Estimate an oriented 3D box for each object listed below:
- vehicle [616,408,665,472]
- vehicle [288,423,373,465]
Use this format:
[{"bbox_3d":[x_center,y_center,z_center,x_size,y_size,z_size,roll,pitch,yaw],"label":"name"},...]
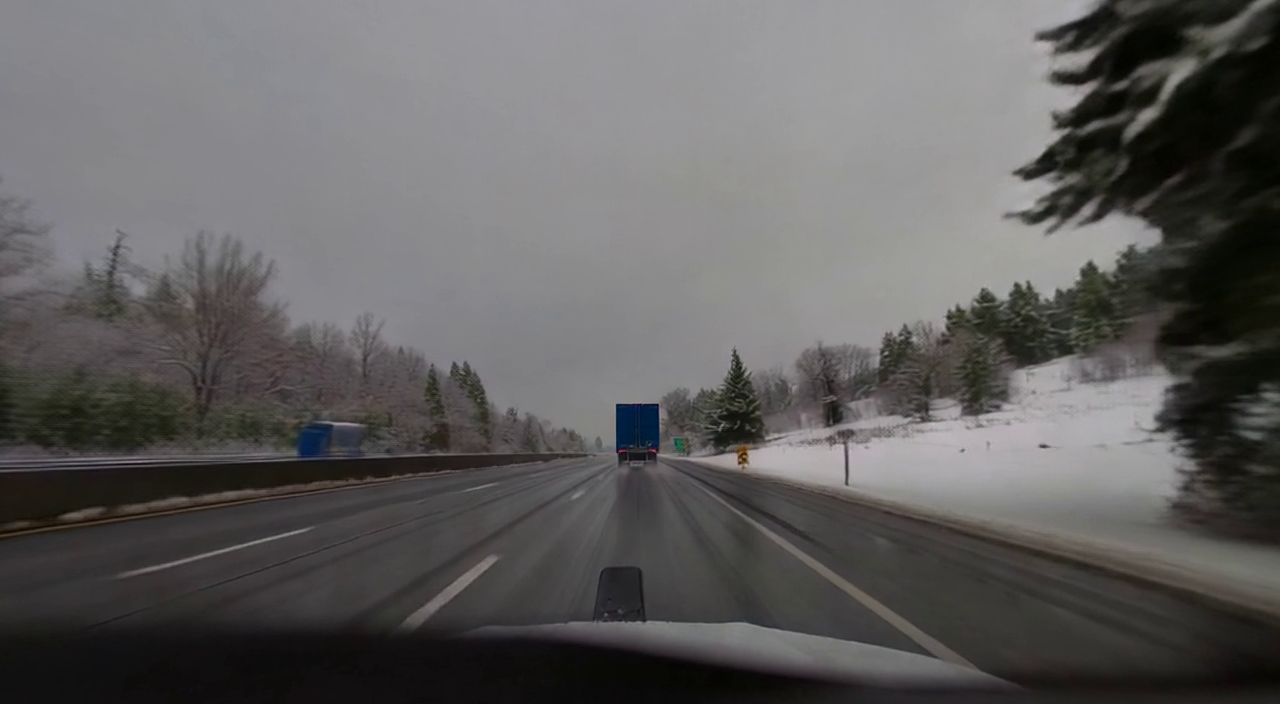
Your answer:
[{"bbox_3d":[0.010,6.254,44.438,2.982,3.947,11.075,0,-9,0],"label":"vehicle"},{"bbox_3d":[-22.823,6.886,46.906,2.525,2.836,7.355,0,-9,0],"label":"vehicle"}]
